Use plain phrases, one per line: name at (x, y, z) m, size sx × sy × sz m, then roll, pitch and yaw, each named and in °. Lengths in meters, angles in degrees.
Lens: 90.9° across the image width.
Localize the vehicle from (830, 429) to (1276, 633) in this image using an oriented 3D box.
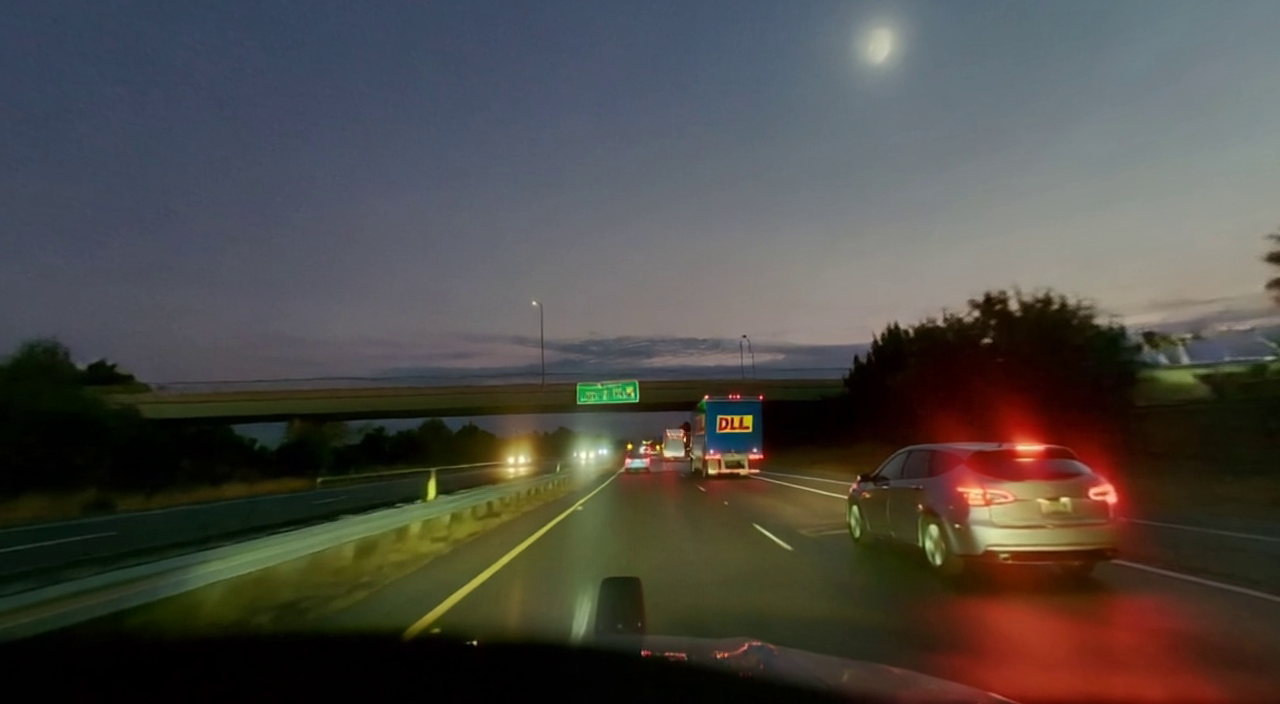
vehicle at (3.638, 1.627, 6.714) m, size 1.894 × 1.452 × 4.164 m, roll 0°, pitch -9°, yaw 0°

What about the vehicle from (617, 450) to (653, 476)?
vehicle at (-0.262, 6.661, 37.980) m, size 2.055 × 1.445 × 3.661 m, roll 0°, pitch -9°, yaw 0°

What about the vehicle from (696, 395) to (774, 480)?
vehicle at (4.883, 4.659, 33.977) m, size 2.838 × 3.985 × 8.010 m, roll 0°, pitch -9°, yaw 0°
